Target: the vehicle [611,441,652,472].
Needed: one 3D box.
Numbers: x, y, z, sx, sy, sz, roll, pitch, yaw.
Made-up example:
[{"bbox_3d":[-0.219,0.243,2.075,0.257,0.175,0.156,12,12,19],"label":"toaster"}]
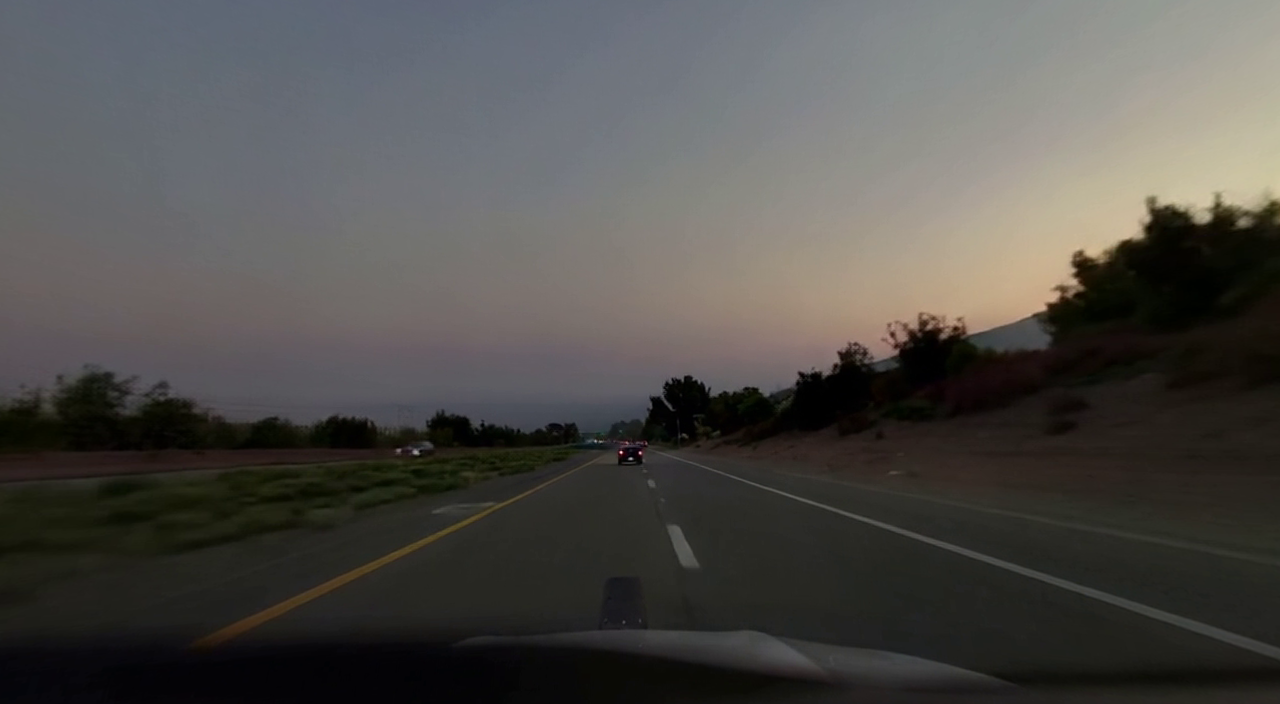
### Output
[{"bbox_3d":[-0.467,5.403,32.939,1.991,1.475,4.302,0,-8,-2],"label":"vehicle"}]
